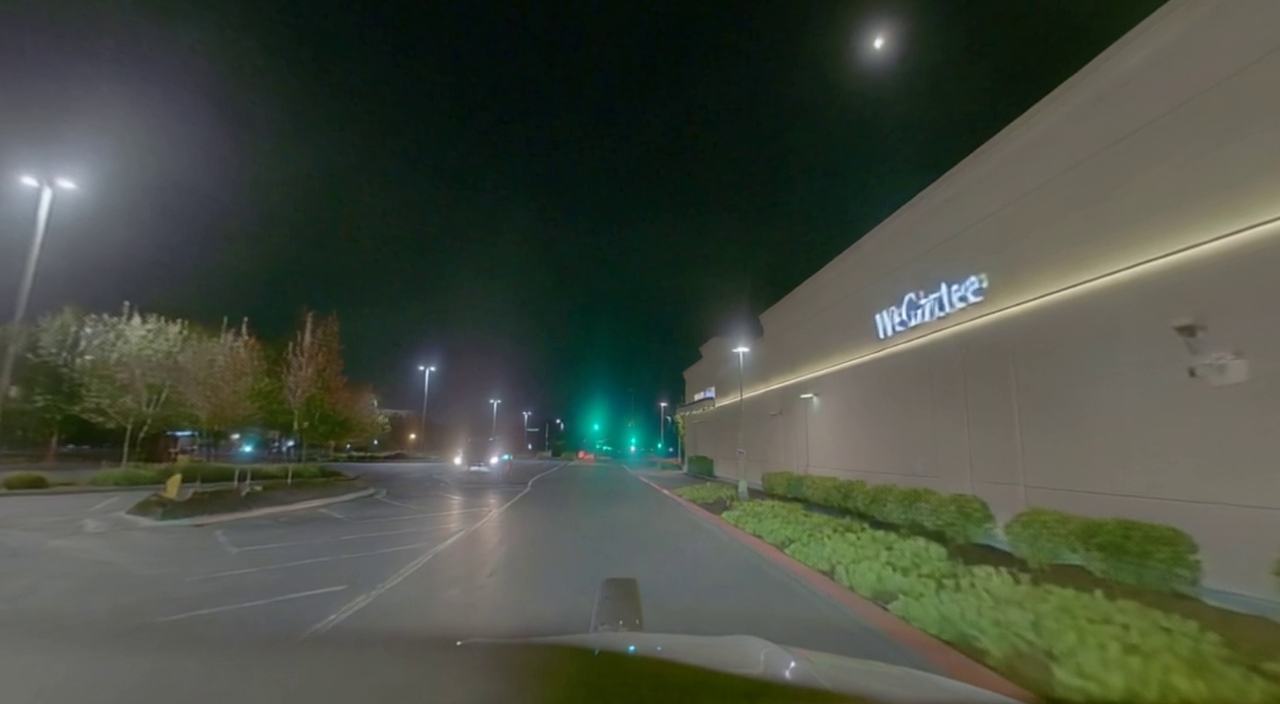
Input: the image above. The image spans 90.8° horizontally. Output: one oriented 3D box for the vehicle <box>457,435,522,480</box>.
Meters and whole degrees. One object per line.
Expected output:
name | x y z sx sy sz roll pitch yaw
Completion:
vehicle | -6.598 4.663 28.239 2.180 1.806 4.541 1 -8 -5
